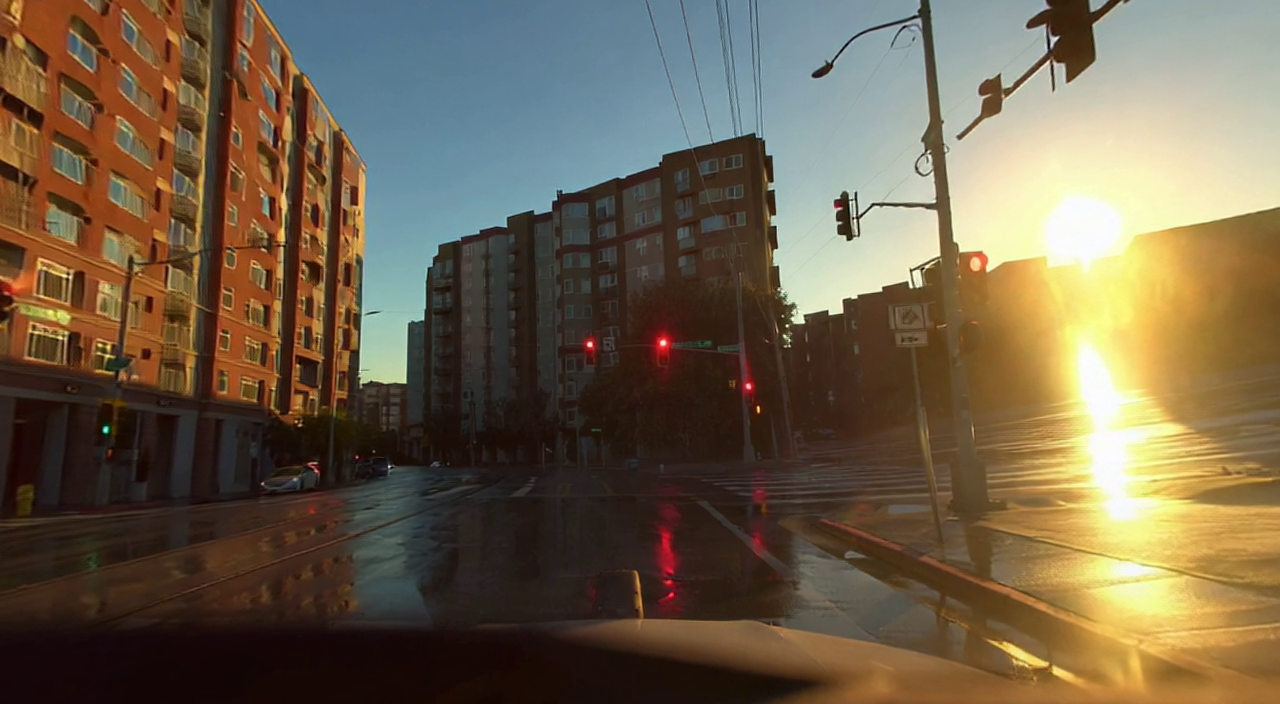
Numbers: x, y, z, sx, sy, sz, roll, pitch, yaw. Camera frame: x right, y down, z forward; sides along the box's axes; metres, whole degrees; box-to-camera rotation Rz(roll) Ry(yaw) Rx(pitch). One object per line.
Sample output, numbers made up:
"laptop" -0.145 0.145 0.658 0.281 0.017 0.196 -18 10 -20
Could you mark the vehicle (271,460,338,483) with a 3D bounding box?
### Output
"vehicle" -24.620 8.770 46.297 3.882 1.600 1.768 0 -9 1
